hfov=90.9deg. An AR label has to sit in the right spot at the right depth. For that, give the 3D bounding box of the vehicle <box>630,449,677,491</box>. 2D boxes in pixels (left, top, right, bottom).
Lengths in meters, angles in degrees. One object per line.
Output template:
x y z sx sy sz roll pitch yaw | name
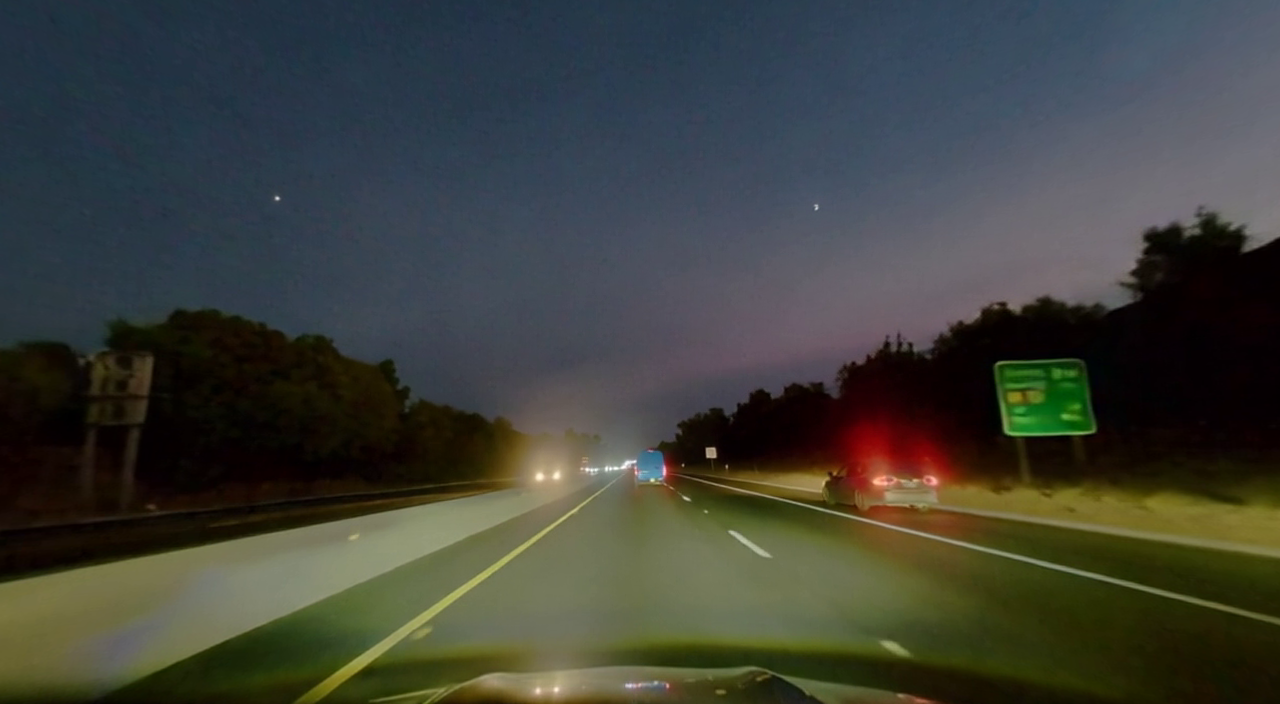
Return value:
0.693 6.635 35.441 2.429 2.167 4.558 1 -11 -1 | vehicle
